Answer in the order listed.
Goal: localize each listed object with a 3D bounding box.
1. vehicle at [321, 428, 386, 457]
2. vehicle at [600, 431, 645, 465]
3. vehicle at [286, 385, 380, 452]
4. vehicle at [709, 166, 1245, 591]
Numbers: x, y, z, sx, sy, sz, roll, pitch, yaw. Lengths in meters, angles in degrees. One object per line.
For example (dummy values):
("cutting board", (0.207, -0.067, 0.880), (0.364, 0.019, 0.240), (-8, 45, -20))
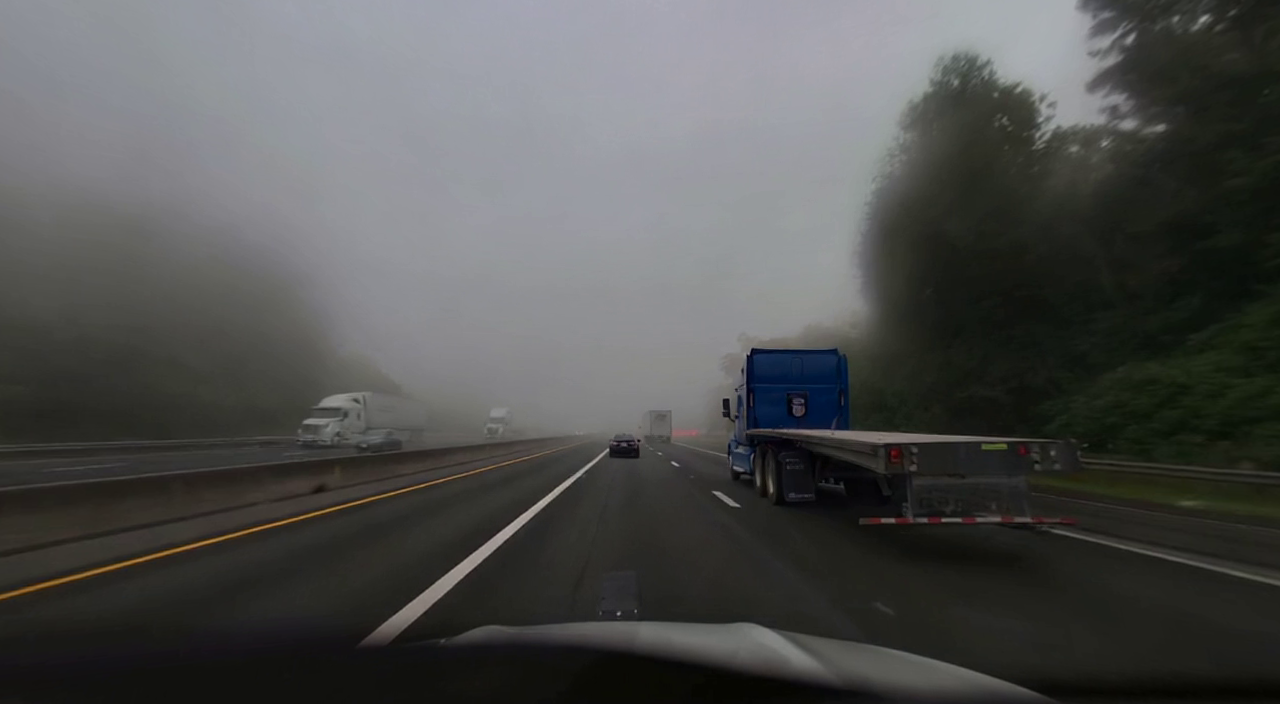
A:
("vehicle", (-15.527, 4.899, 34.386), (1.788, 1.475, 3.811), (0, -8, -1))
("vehicle", (-0.808, 4.401, 29.173), (1.929, 1.469, 3.677), (0, -8, -1))
("vehicle", (-19.614, 4.364, 40.734), (3.014, 3.985, 5.892), (0, -8, -1))
("vehicle", (3.405, 0.862, 10.809), (2.919, 3.634, 10.888), (0, -8, -1))
